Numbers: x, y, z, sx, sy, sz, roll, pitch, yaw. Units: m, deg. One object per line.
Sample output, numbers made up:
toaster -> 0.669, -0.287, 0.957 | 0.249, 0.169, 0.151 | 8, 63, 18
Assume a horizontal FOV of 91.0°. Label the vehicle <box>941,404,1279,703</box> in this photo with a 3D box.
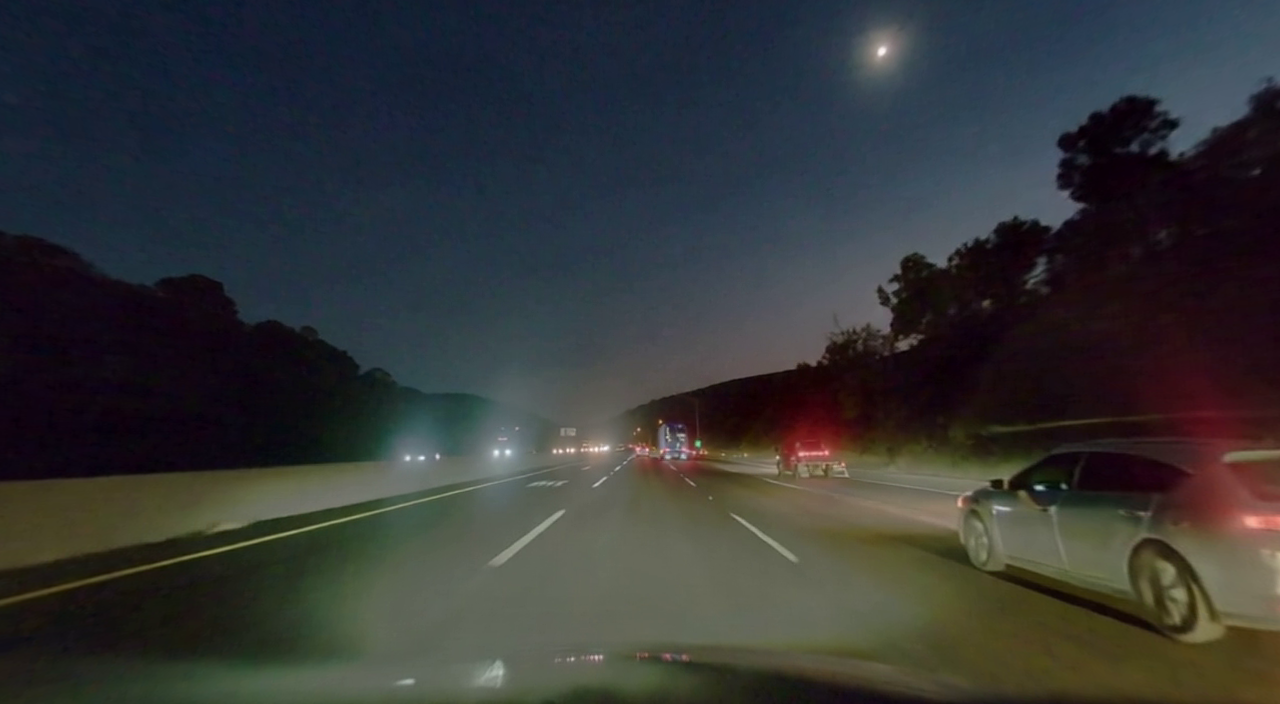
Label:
vehicle -> 3.857, 1.132, 3.798 | 1.976, 1.495, 4.217 | 0, -9, 0
